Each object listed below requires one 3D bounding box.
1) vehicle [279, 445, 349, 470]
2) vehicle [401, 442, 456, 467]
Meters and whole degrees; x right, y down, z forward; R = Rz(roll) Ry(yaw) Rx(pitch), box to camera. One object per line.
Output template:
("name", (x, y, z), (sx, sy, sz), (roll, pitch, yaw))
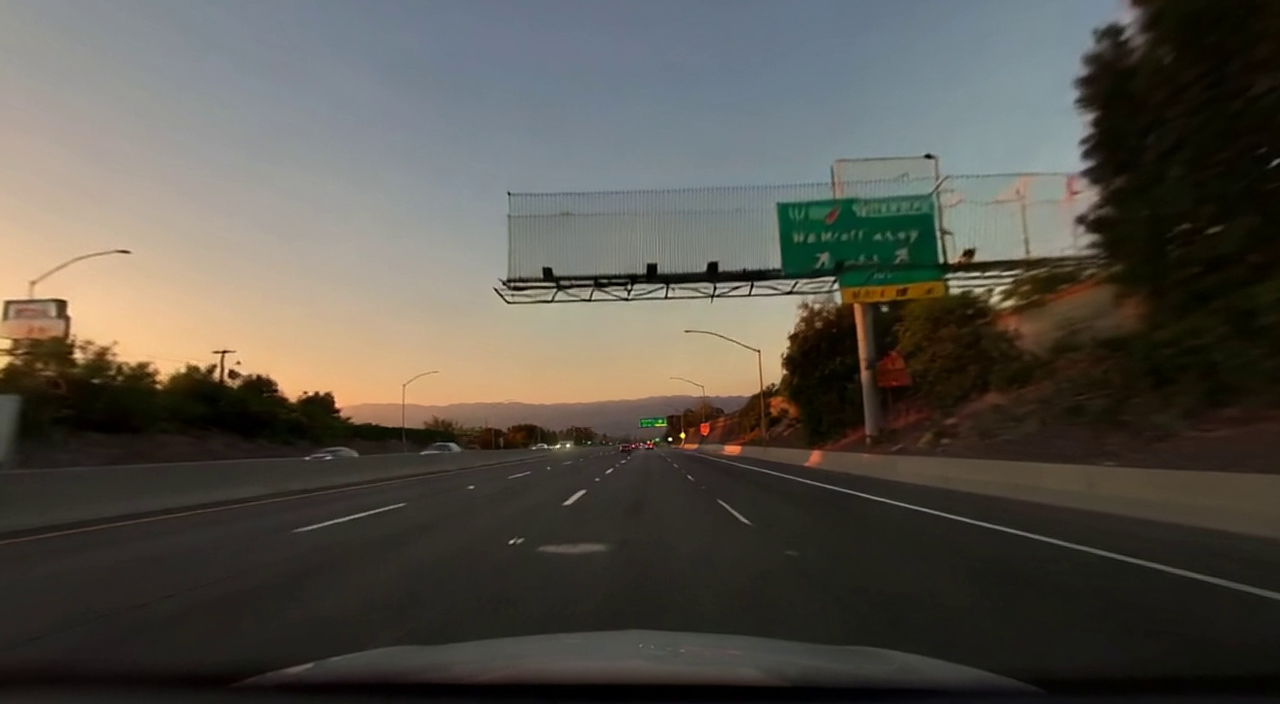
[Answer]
("vehicle", (-20.930, 6.783, 40.737), (1.903, 1.518, 4.877), (0, -8, 1))
("vehicle", (-13.612, 6.625, 40.851), (1.923, 1.478, 4.503), (0, -8, 1))
